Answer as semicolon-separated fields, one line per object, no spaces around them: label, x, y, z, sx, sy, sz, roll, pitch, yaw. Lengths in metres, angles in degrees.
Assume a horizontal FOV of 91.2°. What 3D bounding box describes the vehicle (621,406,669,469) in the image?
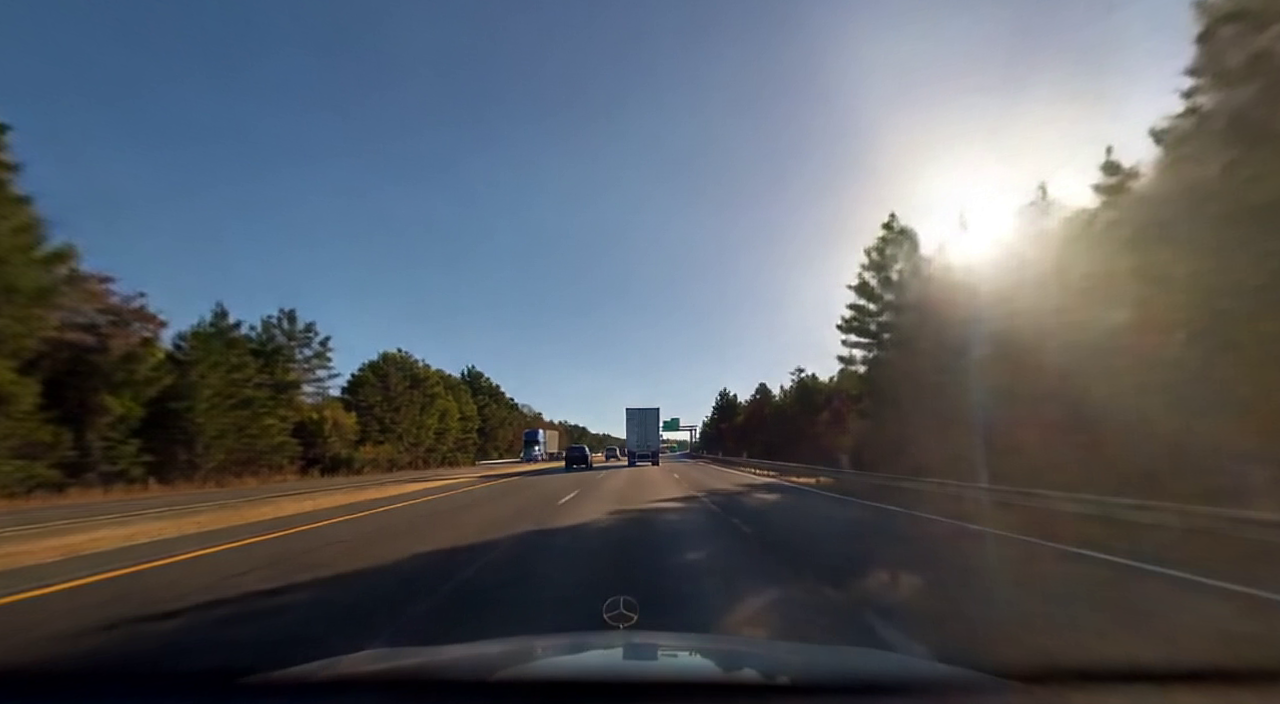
vehicle;0.278;6.402;46.134;3.100;4.091;10.664;0;-9;0

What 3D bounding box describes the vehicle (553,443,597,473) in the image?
vehicle;-3.684;6.128;36.354;2.112;1.645;4.129;0;-9;0
